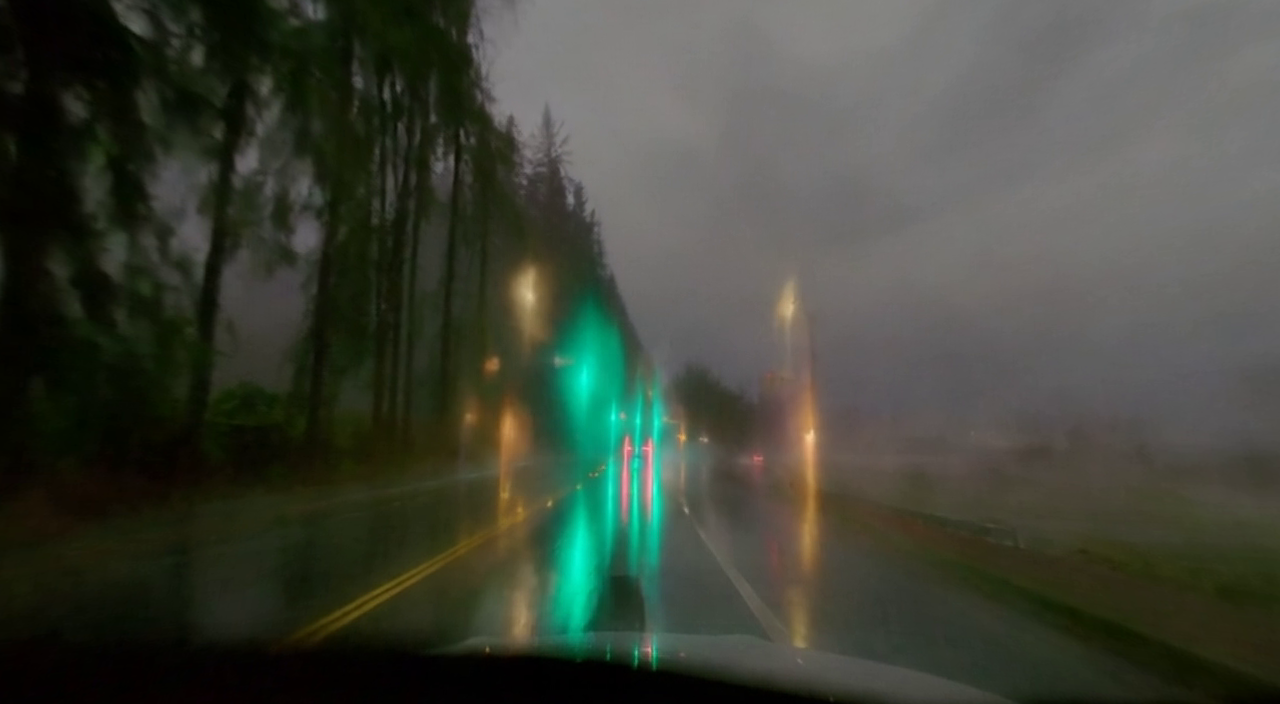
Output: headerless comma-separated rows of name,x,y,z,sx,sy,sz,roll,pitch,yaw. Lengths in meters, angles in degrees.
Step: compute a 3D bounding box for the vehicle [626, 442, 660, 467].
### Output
vehicle,0.229,6.593,40.628,2.042,1.489,3.963,-1,-9,1
